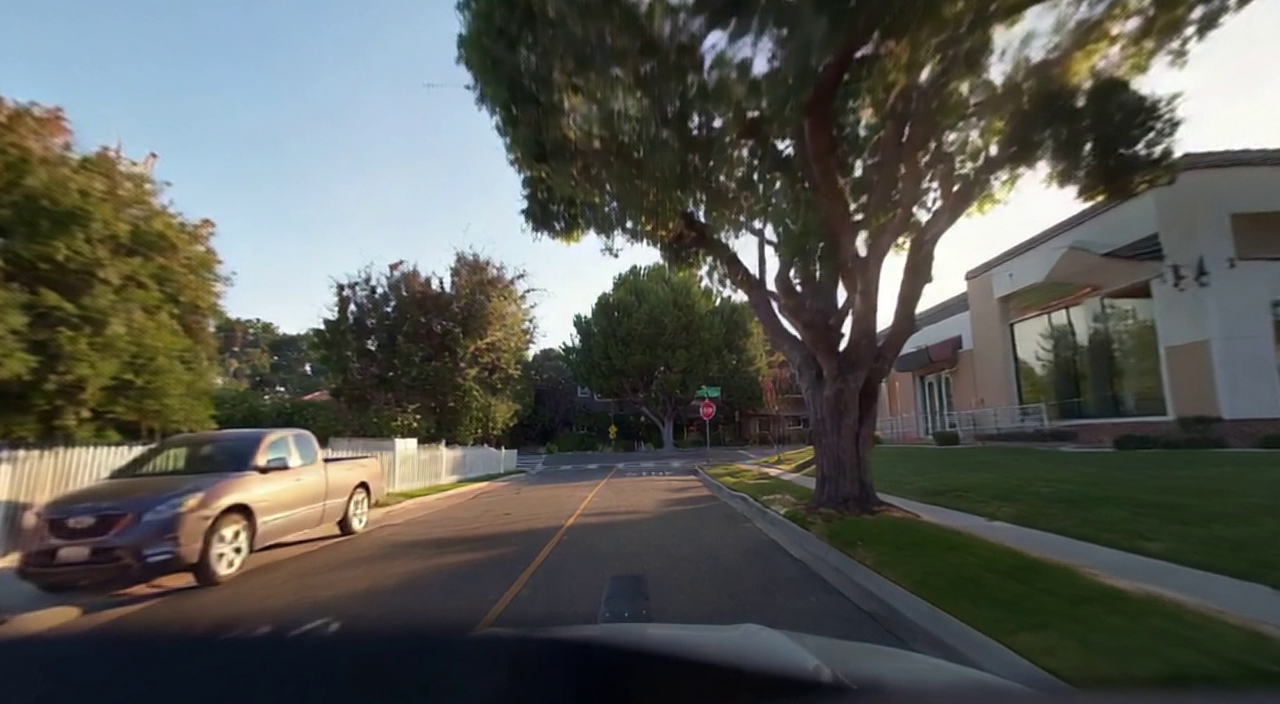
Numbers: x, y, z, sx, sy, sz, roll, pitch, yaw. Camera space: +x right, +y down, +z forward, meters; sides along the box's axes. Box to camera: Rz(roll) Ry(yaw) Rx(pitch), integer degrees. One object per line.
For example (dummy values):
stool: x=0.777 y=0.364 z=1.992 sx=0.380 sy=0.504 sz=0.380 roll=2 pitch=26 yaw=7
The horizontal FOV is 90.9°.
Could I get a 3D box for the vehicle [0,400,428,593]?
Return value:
vehicle: x=-5.534 y=1.840 z=9.448 sx=2.308 sy=1.899 sz=6.107 roll=-1 pitch=-7 yaw=3
